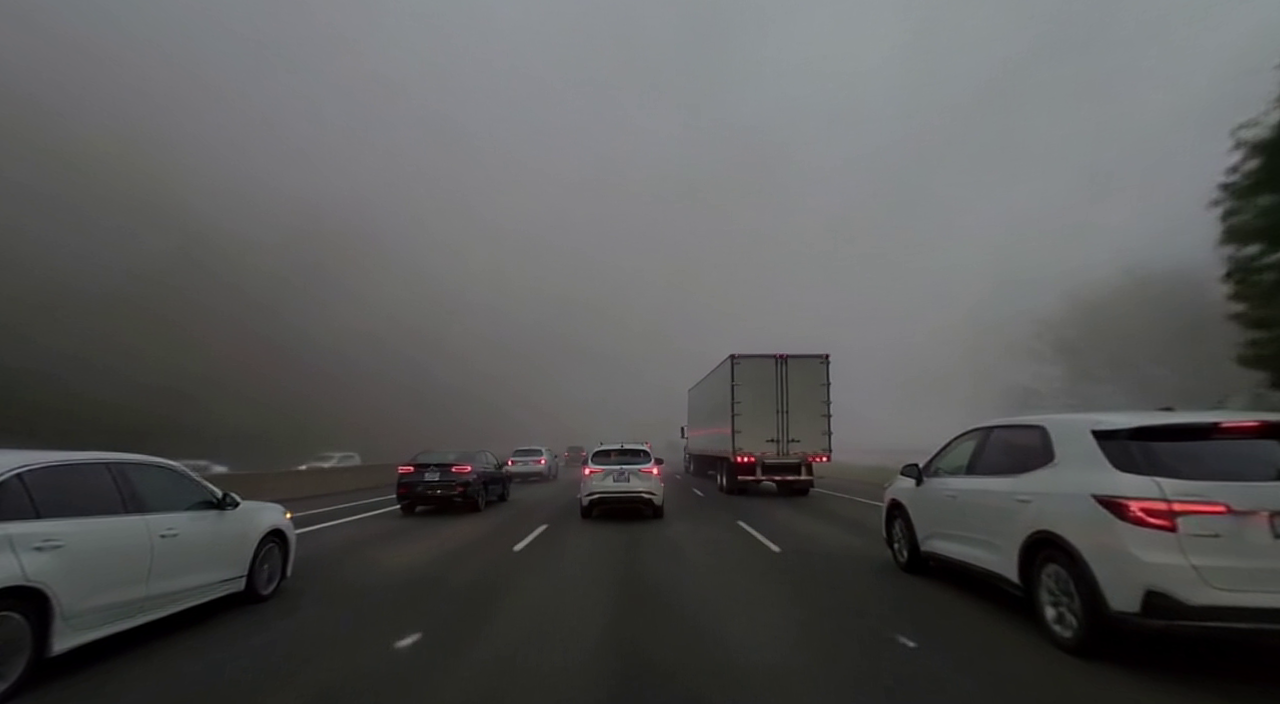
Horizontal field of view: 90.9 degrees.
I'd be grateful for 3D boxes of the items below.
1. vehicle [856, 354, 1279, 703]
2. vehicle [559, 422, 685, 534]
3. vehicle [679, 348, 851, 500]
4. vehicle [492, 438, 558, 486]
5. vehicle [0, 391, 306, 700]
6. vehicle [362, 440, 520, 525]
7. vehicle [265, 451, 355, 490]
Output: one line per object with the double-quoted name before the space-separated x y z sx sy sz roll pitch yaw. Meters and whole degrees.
"vehicle" 3.642 1.236 5.138 2.076 1.751 4.666 0 -9 0
"vehicle" -0.305 2.369 12.386 2.037 1.792 4.194 0 -9 0
"vehicle" 3.848 3.126 24.861 3.186 4.111 15.553 0 -9 -2
"vehicle" -4.697 4.538 26.242 1.959 1.808 3.790 0 -9 1
"vehicle" -4.286 1.188 4.364 1.789 1.620 3.841 0 -9 0
"vehicle" -3.987 2.680 13.523 1.923 1.503 4.293 0 -9 1
"vehicle" -16.388 5.879 31.607 1.963 1.754 4.672 0 -9 0
